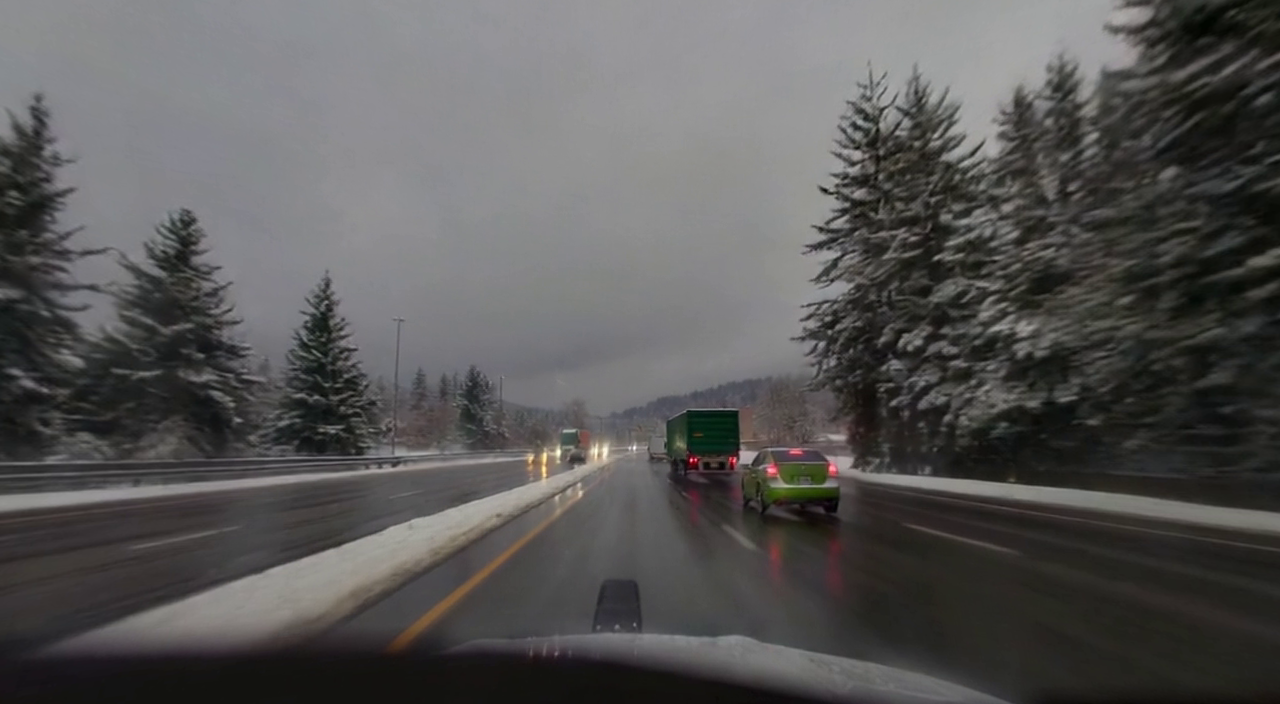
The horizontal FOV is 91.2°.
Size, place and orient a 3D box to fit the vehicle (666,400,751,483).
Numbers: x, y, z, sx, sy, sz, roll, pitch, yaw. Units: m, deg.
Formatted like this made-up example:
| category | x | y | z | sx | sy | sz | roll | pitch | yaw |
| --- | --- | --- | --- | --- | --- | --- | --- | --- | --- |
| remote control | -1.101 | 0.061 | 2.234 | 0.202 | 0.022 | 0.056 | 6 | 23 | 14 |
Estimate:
| category | x | y | z | sx | sy | sz | roll | pitch | yaw |
| --- | --- | --- | --- | --- | --- | --- | --- | --- | --- |
| vehicle | 3.252 | 4.986 | 34.455 | 2.916 | 3.563 | 14.462 | -1 | -9 | -1 |

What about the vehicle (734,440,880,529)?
| category | x | y | z | sx | sy | sz | roll | pitch | yaw |
| --- | --- | --- | --- | --- | --- | --- | --- | --- | --- |
| vehicle | 3.307 | 2.700 | 13.271 | 1.971 | 1.558 | 3.834 | -1 | -9 | -1 |
